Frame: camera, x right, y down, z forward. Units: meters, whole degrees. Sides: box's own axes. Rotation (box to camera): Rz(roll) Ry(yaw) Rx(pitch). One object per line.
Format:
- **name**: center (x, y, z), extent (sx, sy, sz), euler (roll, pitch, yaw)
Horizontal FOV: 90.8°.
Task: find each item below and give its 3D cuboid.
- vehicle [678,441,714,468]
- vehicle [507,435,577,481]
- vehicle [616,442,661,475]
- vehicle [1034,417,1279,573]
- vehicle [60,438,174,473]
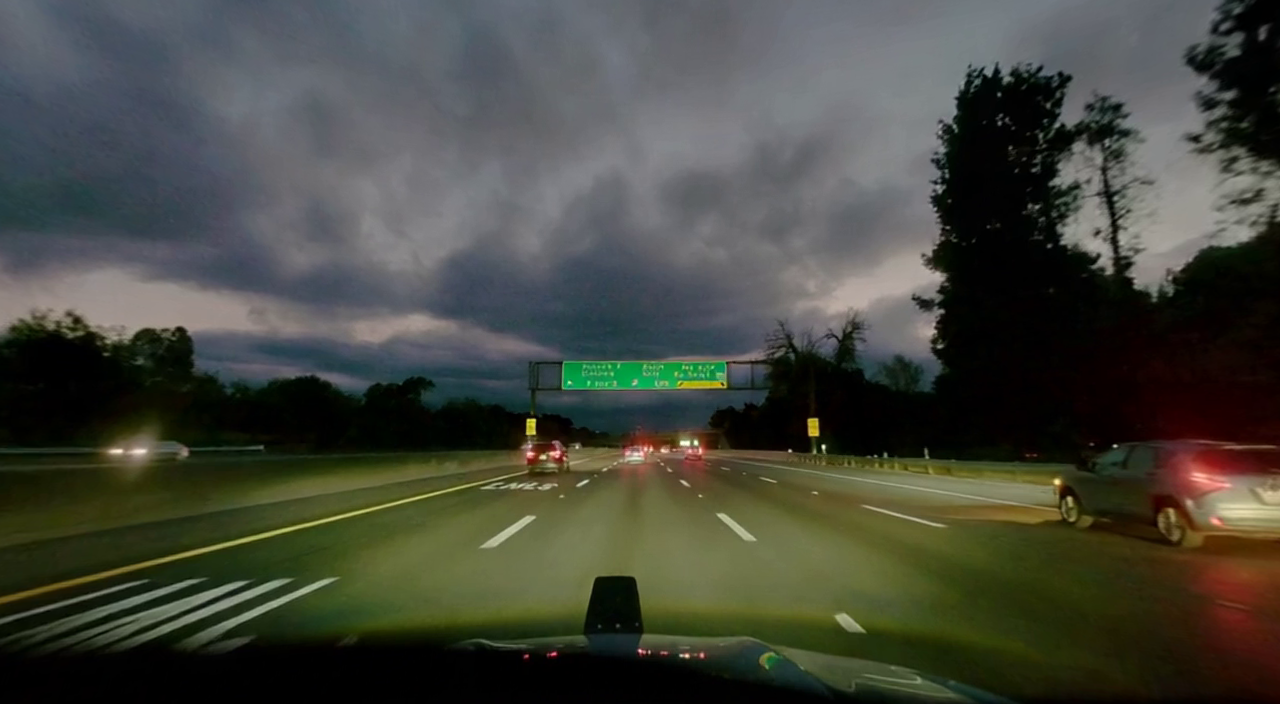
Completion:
- **vehicle**: center (3.602, 6.656, 41.111), extent (1.936, 1.625, 3.991), euler (0, -8, 0)
- **vehicle**: center (-4.010, 4.408, 26.589), extent (2.113, 1.756, 4.471), euler (0, -9, 1)
- **vehicle**: center (-0.077, 5.268, 31.487), extent (2.075, 1.486, 4.007), euler (0, -9, 0)
- **vehicle**: center (7.615, 1.762, 8.422), extent (1.989, 1.603, 4.126), euler (0, -9, 0)
- **vehicle**: center (-28.409, 5.645, 34.599), extent (2.080, 1.757, 4.892), euler (0, -9, -1)
